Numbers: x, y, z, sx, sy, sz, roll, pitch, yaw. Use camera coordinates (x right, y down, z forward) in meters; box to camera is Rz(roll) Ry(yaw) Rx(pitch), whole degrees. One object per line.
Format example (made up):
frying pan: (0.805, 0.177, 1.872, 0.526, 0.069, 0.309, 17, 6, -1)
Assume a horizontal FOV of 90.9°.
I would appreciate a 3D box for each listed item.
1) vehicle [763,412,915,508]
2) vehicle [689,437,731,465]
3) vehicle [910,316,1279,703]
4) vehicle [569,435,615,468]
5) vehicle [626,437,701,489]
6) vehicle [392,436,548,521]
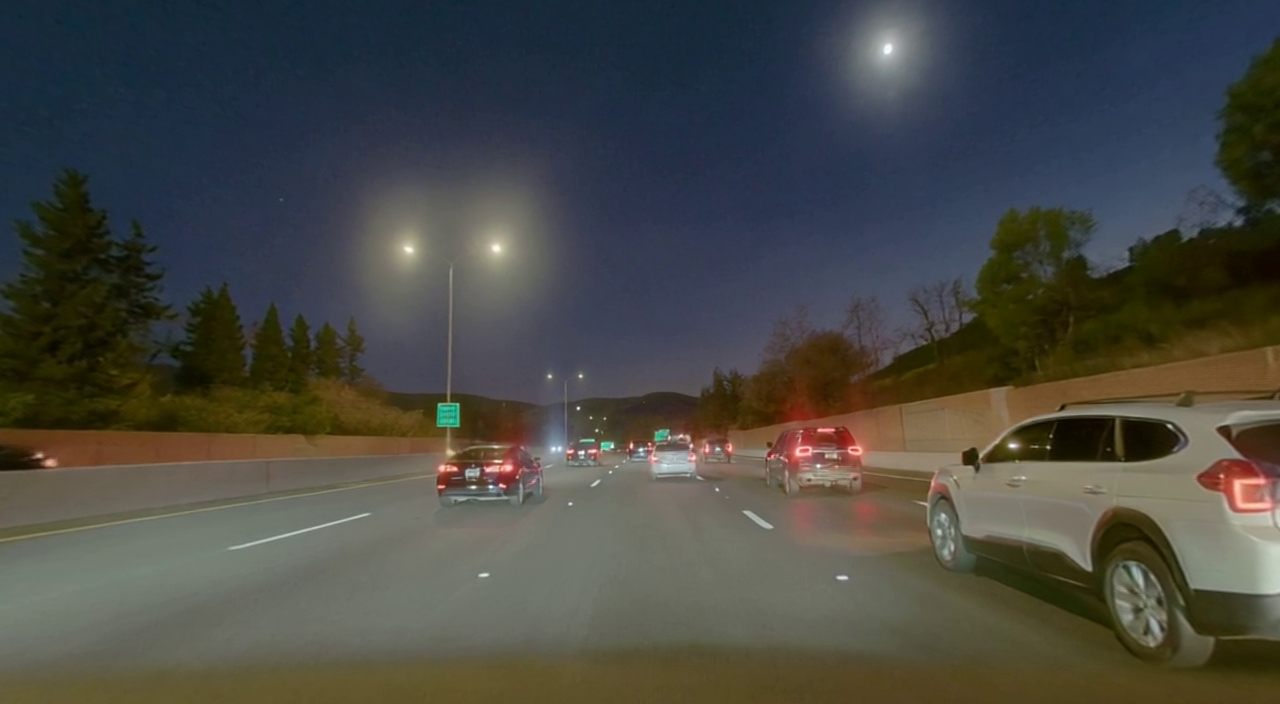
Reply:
vehicle: (4.322, 2.434, 14.621, 1.970, 1.872, 4.575, 0, -8, -1)
vehicle: (3.871, 5.522, 35.322, 1.855, 1.513, 3.915, 0, -8, 0)
vehicle: (3.765, 0.992, 4.294, 1.930, 1.831, 4.344, 0, -8, 0)
vehicle: (-2.748, 5.822, 37.049, 2.154, 1.793, 4.736, 0, -8, 2)
vehicle: (0.659, 3.432, 19.861, 2.105, 1.471, 3.978, 0, -8, 0)
vehicle: (-3.302, 2.526, 13.234, 1.961, 1.456, 4.362, 0, -8, 1)
